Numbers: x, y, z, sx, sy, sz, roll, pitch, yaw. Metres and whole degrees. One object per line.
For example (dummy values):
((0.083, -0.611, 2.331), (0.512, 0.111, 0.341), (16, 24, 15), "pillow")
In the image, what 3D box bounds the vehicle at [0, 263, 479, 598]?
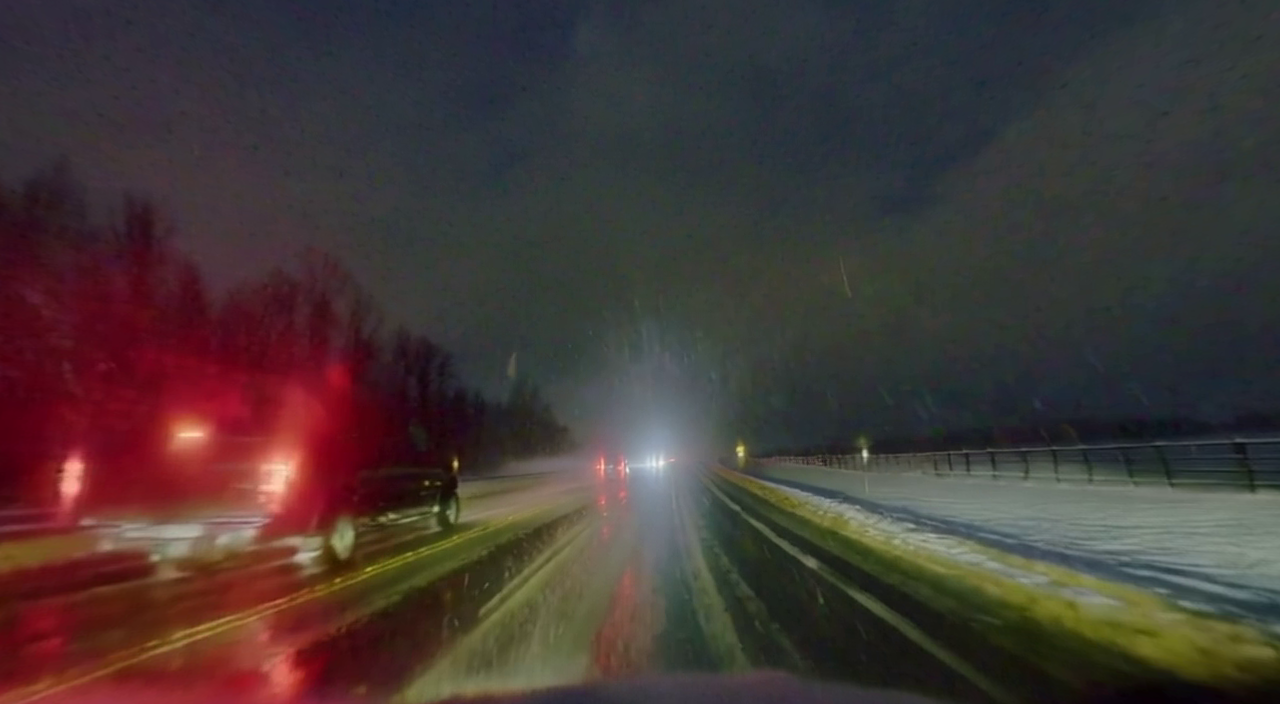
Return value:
((-5.398, 1.332, 10.228), (2.757, 3.370, 7.606), (-1, -9, 6), "vehicle")

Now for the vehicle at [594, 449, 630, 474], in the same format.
((-1.962, 7.812, 44.943), (2.106, 1.679, 3.908), (-1, -9, 5), "vehicle")
